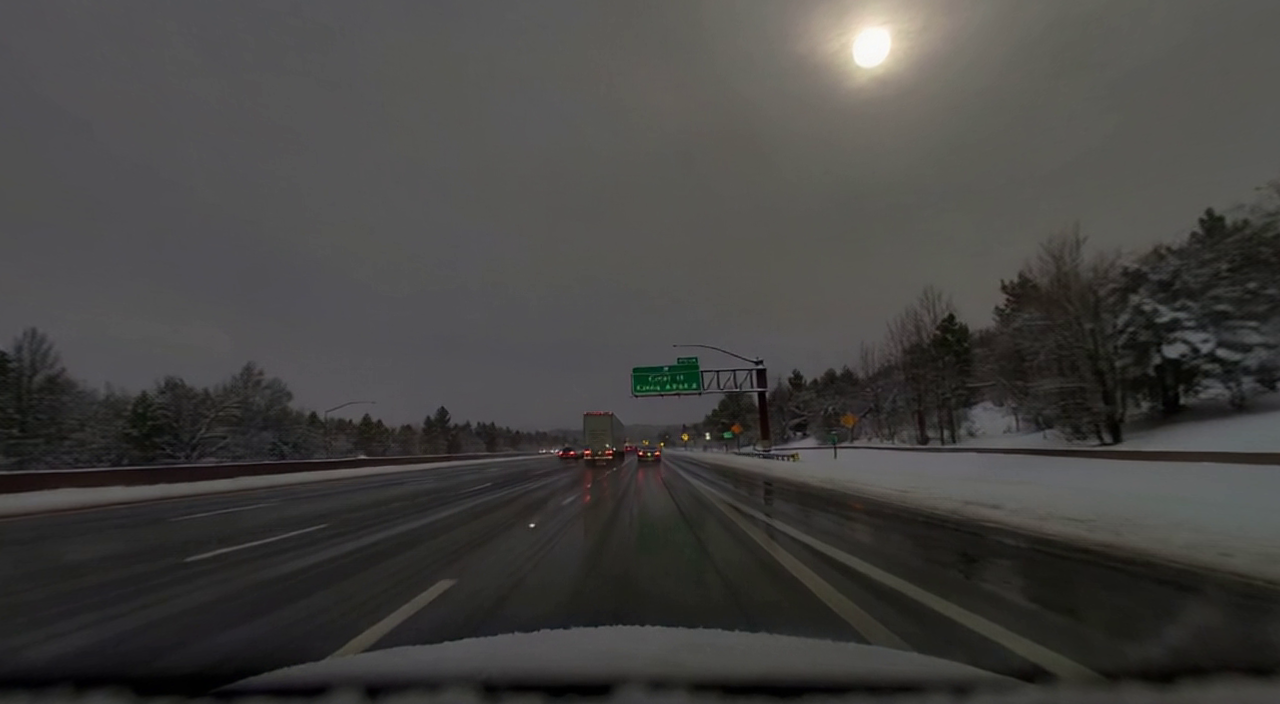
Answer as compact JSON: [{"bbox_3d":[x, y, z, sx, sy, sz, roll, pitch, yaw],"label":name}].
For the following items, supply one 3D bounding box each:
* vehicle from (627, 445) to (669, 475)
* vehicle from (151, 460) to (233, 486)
[{"bbox_3d":[0.367,5.662,33.282,2.066,1.469,4.050,0,-9,-1],"label":"vehicle"},{"bbox_3d":[-31.046,8.355,43.839,1.997,1.578,4.861,0,-9,1],"label":"vehicle"}]
